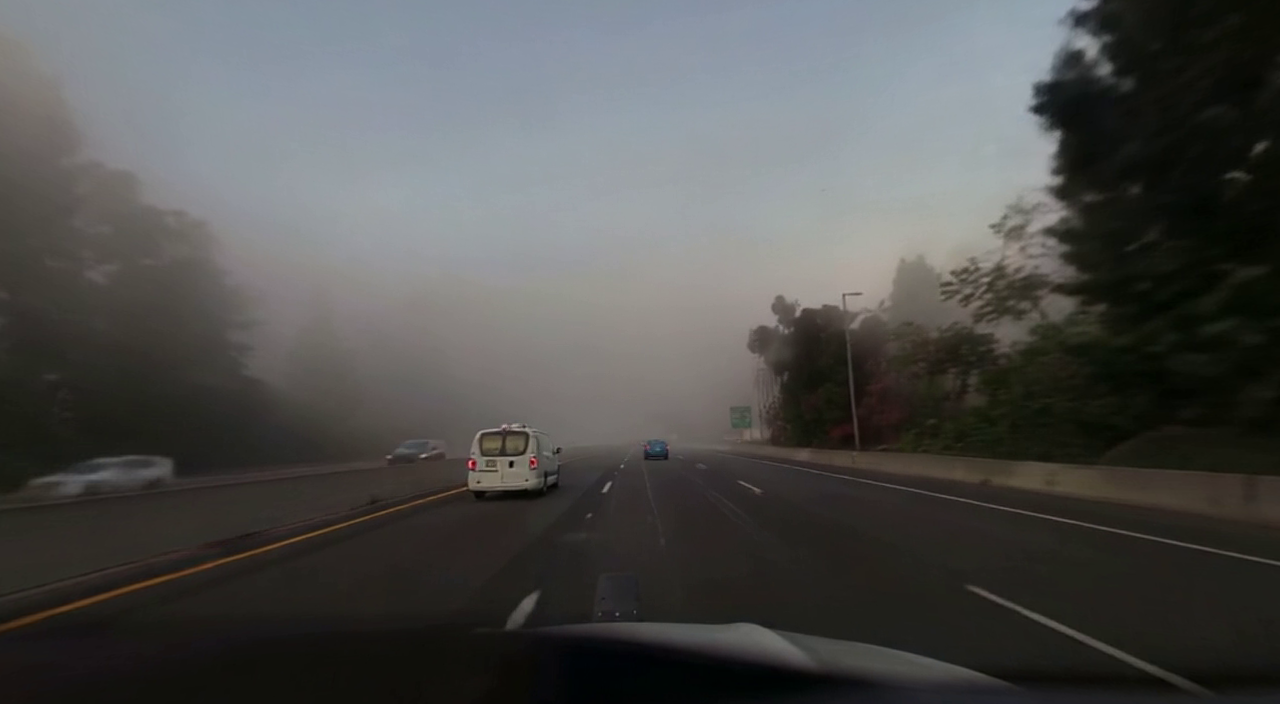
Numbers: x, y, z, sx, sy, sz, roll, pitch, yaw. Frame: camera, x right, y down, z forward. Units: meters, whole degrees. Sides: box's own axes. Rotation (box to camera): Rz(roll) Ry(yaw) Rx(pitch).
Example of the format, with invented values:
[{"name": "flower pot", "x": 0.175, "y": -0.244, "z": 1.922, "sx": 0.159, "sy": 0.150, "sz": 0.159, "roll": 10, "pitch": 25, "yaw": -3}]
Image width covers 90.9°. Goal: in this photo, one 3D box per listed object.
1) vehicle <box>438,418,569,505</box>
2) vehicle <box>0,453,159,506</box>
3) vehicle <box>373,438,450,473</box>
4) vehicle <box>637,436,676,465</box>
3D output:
[{"name": "vehicle", "x": -3.010, "y": 2.504, "z": 14.974, "sx": 2.061, "sy": 1.732, "sz": 4.457, "roll": 0, "pitch": -8, "yaw": 1}, {"name": "vehicle", "x": -19.090, "y": 4.283, "z": 21.569, "sx": 2.015, "sy": 1.482, "sz": 4.116, "roll": 0, "pitch": -8, "yaw": 0}, {"name": "vehicle", "x": -10.935, "y": 4.976, "z": 30.595, "sx": 1.991, "sy": 1.545, "sz": 4.735, "roll": 0, "pitch": -8, "yaw": 0}, {"name": "vehicle", "x": 0.908, "y": 5.821, "z": 37.551, "sx": 2.151, "sy": 1.550, "sz": 4.694, "roll": 0, "pitch": -8, "yaw": -1}]
